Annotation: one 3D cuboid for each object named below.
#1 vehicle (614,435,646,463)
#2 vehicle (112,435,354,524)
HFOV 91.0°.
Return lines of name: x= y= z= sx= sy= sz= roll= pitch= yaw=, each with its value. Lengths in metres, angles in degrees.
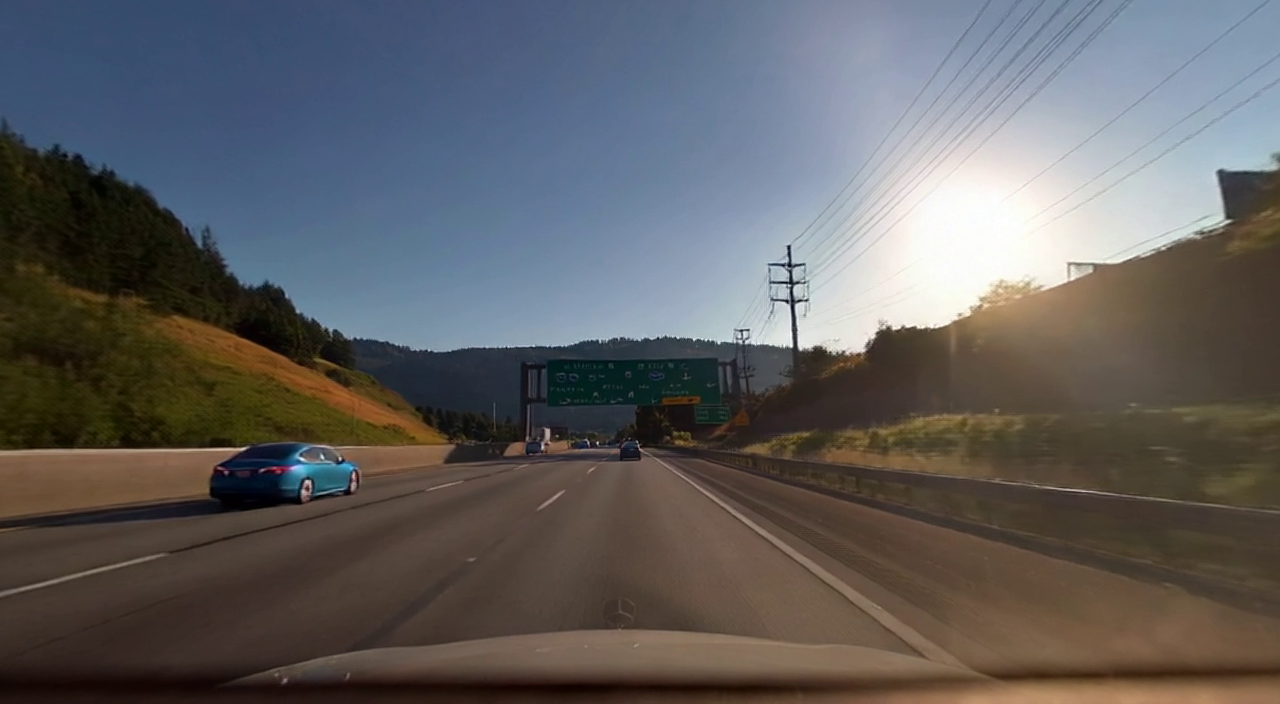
vehicle: x=-0.677 y=6.402 z=41.550 sx=2.040 sy=1.715 sz=3.906 roll=0 pitch=-8 yaw=-1
vehicle: x=-7.663 y=2.404 z=12.536 sx=1.949 sy=1.428 sz=4.408 roll=0 pitch=-8 yaw=-1
